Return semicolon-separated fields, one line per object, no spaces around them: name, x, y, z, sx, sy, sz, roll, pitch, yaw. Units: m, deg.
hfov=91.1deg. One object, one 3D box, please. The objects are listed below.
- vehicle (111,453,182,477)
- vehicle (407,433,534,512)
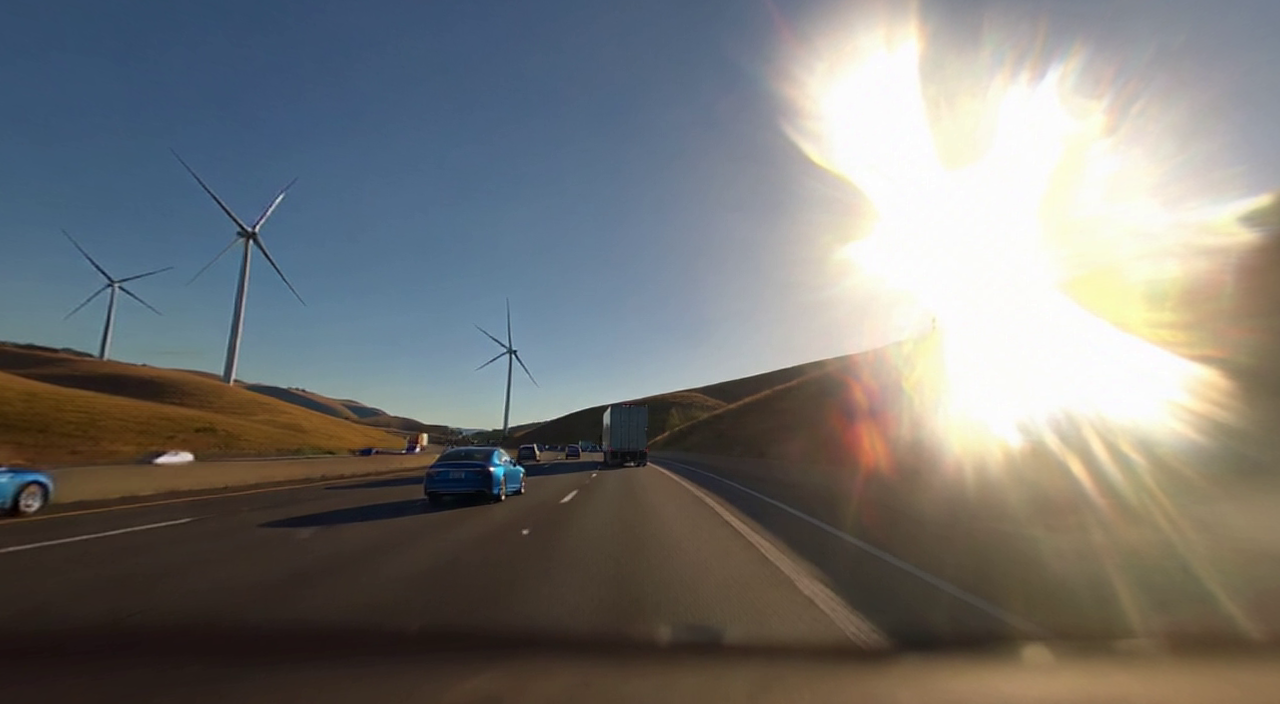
vehicle;-33.460;7.663;42.704;1.772;1.429;3.913;0;-8;-3
vehicle;-3.986;2.882;15.502;2.109;1.684;3.783;0;-8;0
